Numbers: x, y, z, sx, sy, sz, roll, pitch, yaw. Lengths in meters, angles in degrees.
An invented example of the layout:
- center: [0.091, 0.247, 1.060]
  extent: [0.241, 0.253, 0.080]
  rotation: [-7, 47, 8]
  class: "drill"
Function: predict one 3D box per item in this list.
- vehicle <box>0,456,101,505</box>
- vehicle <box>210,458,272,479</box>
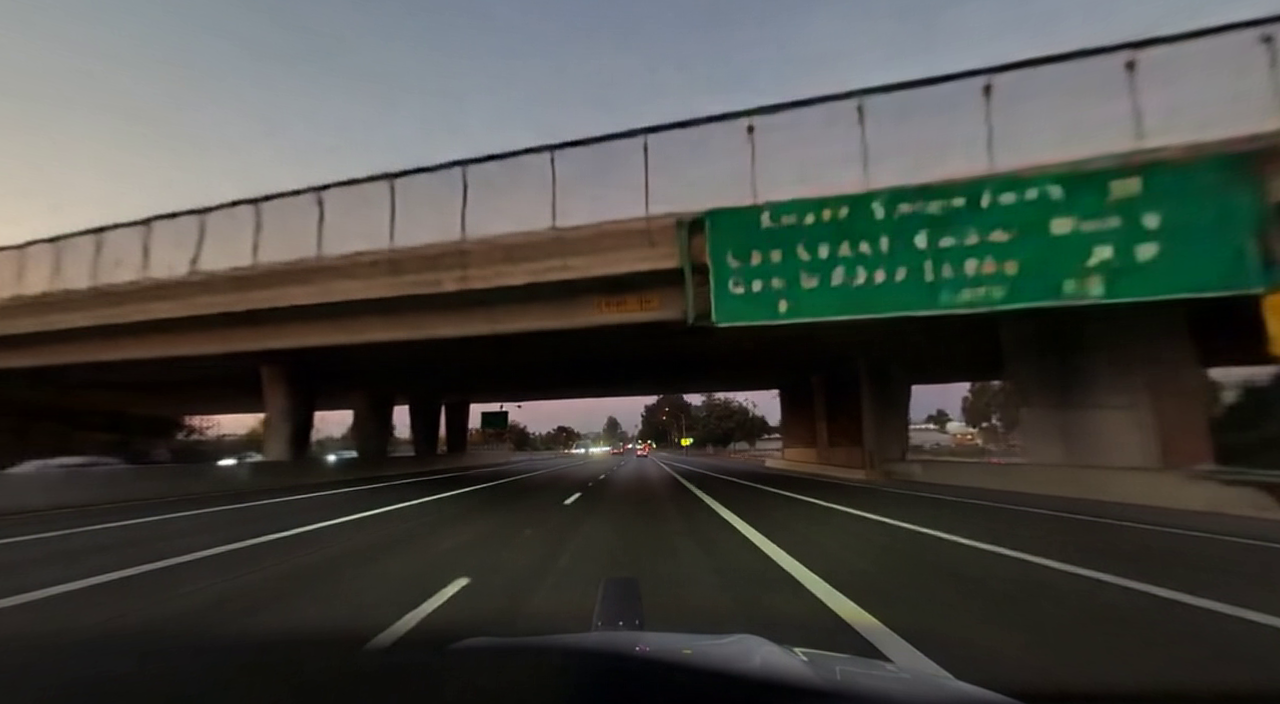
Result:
- center: [-21.583, 4.366, 21.637]
  extent: [1.877, 1.533, 4.700]
  rotation: [0, -9, 1]
  class: "vehicle"
- center: [-31.076, 9.061, 49.155]
  extent: [1.908, 1.519, 4.564]
  rotation: [0, -9, -1]
  class: "vehicle"
